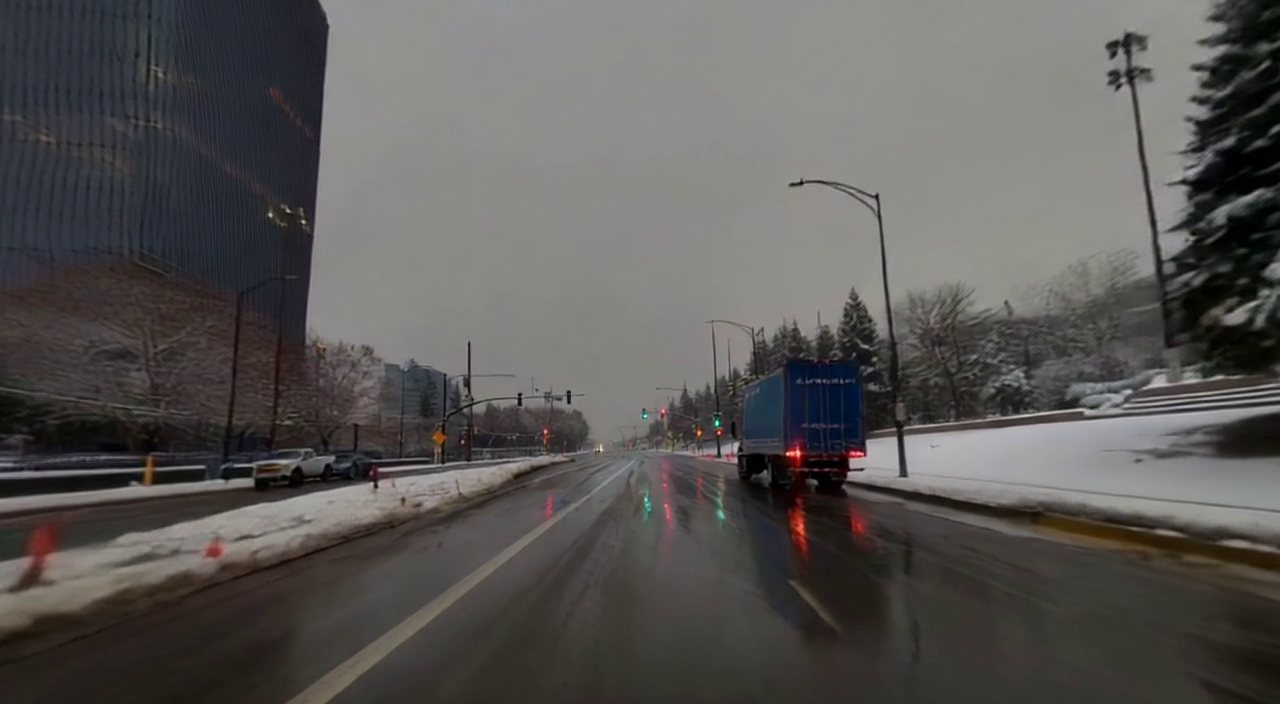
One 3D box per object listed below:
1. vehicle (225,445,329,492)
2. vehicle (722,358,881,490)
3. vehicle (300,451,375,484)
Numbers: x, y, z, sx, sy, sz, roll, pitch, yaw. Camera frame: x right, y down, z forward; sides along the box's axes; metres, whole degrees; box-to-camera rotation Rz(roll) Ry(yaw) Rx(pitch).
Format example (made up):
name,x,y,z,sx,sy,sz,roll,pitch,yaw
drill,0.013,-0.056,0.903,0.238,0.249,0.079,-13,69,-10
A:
name,x,y,z,sx,sy,sz,roll,pitch,yaw
vehicle,-16.807,5.363,29.624,1.937,1.984,4.928,0,-9,0
vehicle,5.437,2.876,23.735,3.176,3.913,9.805,0,-9,-1
vehicle,-16.838,6.400,35.472,1.925,1.665,4.893,0,-9,-1
